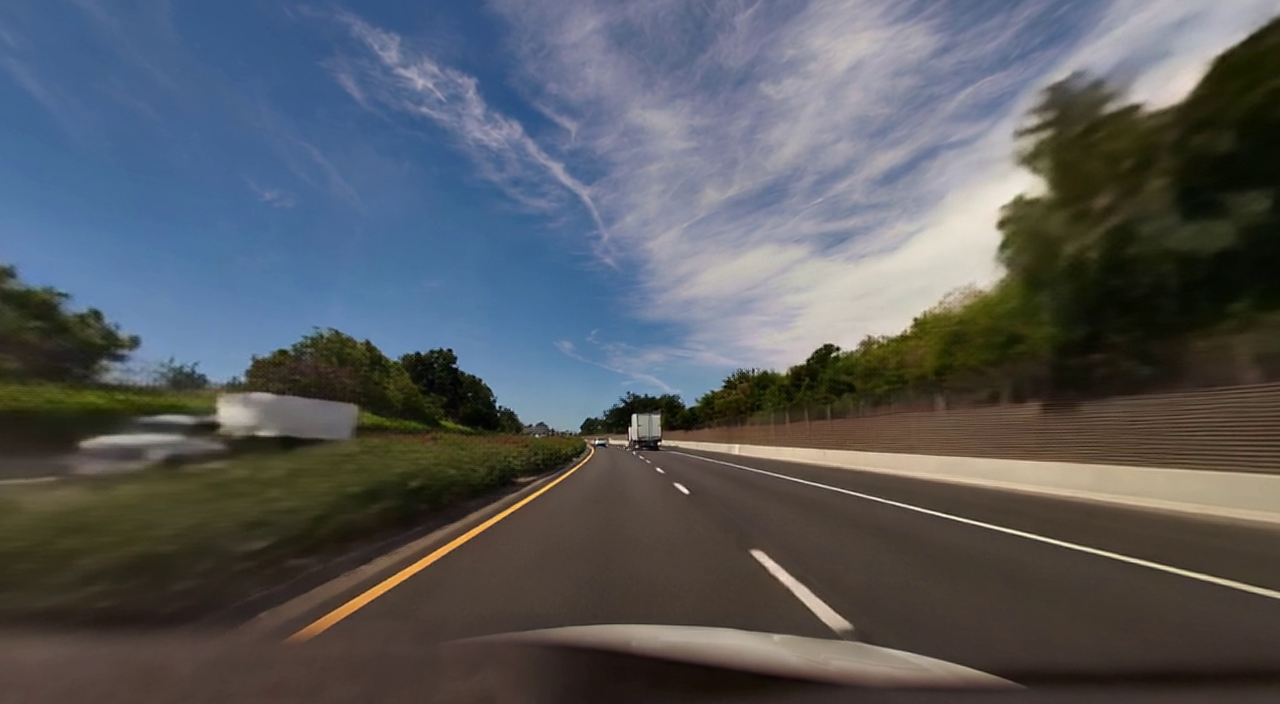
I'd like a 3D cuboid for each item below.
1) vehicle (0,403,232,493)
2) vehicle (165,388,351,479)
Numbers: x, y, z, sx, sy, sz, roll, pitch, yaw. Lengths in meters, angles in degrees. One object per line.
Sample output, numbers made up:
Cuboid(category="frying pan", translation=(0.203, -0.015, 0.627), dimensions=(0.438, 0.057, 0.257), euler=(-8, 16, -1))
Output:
Cuboid(category="vehicle", translation=(-13.222, 2.448, 16.249), dimensions=(2.281, 1.942, 4.778), euler=(0, -8, -2))
Cuboid(category="vehicle", translation=(-13.491, 3.020, 23.057), dimensions=(2.675, 2.788, 6.642), euler=(-1, -8, -1))
